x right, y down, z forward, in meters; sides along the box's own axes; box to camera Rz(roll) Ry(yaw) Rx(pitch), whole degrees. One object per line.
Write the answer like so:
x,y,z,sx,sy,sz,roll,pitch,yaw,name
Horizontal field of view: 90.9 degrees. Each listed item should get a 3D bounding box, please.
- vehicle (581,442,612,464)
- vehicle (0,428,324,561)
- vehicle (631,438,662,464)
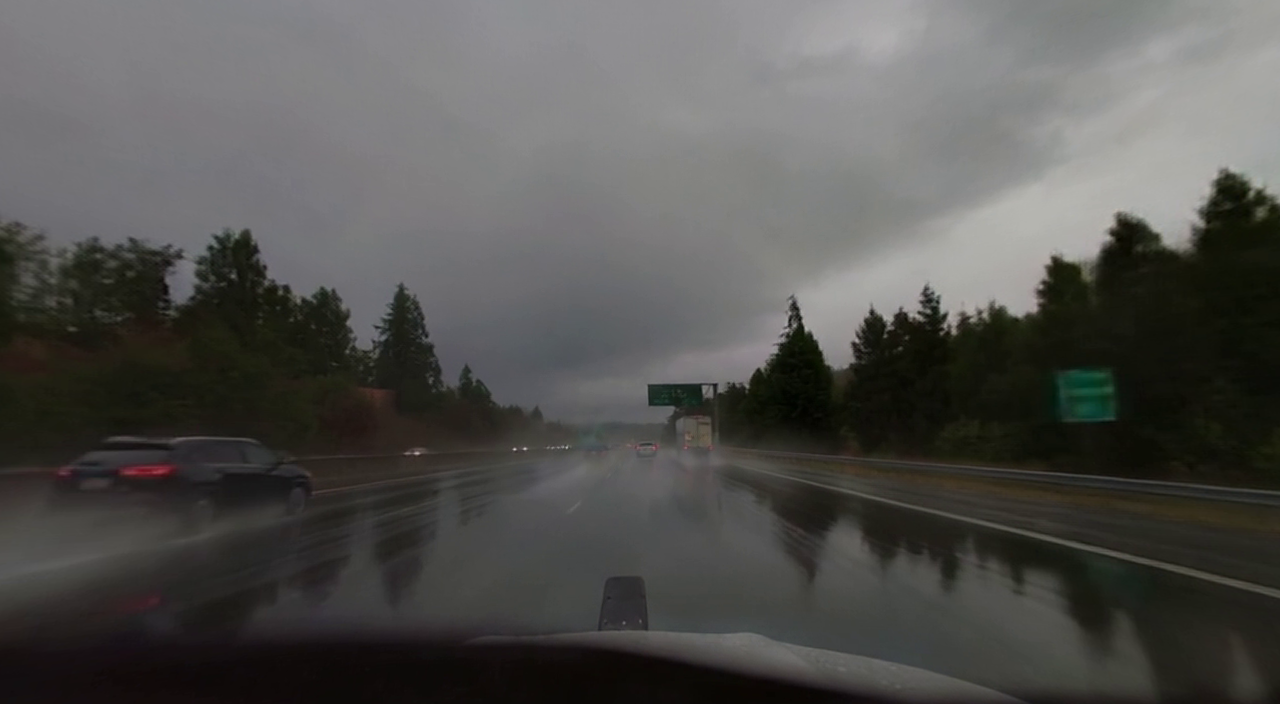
-3.240,7.561,47.380,2.025,1.571,3.662,0,-9,1,vehicle
-7.106,2.014,9.689,1.947,1.513,4.751,-1,-9,1,vehicle
0.480,7.394,47.186,2.212,1.807,4.372,0,-9,0,vehicle
